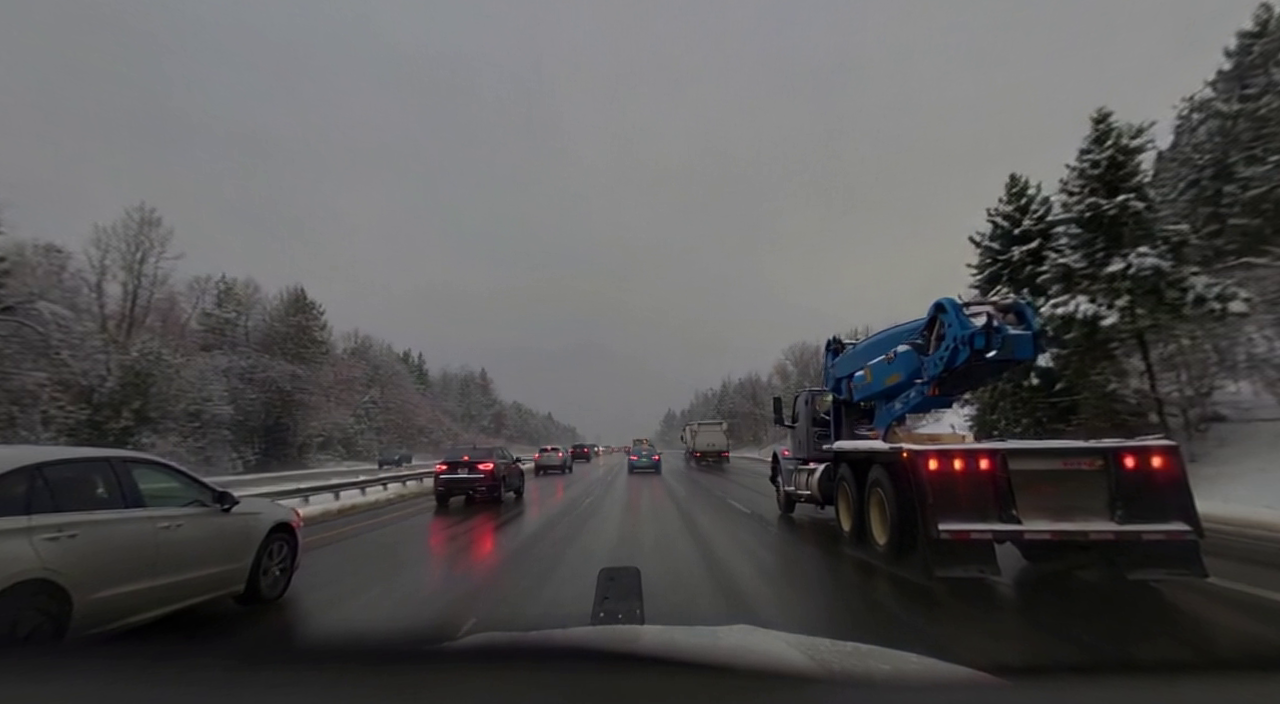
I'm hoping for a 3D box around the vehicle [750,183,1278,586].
[{"bbox_3d":[3.980,0.854,9.815,2.975,3.618,8.456,0,-9,0],"label":"vehicle"}]

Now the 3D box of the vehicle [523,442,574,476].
[{"bbox_3d":[-4.452,5.266,30.986,1.858,1.527,3.974,0,-9,1],"label":"vehicle"}]

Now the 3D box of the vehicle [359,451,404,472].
[{"bbox_3d":[-20.435,8.645,49.649,1.855,1.539,4.036,0,-9,0],"label":"vehicle"}]

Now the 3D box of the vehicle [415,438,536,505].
[{"bbox_3d":[-4.170,3.115,16.794,1.880,1.507,4.757,0,-9,1],"label":"vehicle"}]

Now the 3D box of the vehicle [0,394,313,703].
[{"bbox_3d":[-4.161,1.127,3.929,1.978,1.556,4.119,0,-9,0],"label":"vehicle"}]

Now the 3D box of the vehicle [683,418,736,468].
[{"bbox_3d":[4.226,5.795,39.642,2.416,2.829,7.016,0,-9,-1],"label":"vehicle"}]

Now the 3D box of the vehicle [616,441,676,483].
[{"bbox_3d":[0.196,4.270,24.605,2.150,1.498,3.988,0,-9,-1],"label":"vehicle"}]

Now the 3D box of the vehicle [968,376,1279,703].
[{"bbox_3d":[4.085,0.867,2.365,2.599,1.631,5.693,0,-9,0],"label":"vehicle"}]
